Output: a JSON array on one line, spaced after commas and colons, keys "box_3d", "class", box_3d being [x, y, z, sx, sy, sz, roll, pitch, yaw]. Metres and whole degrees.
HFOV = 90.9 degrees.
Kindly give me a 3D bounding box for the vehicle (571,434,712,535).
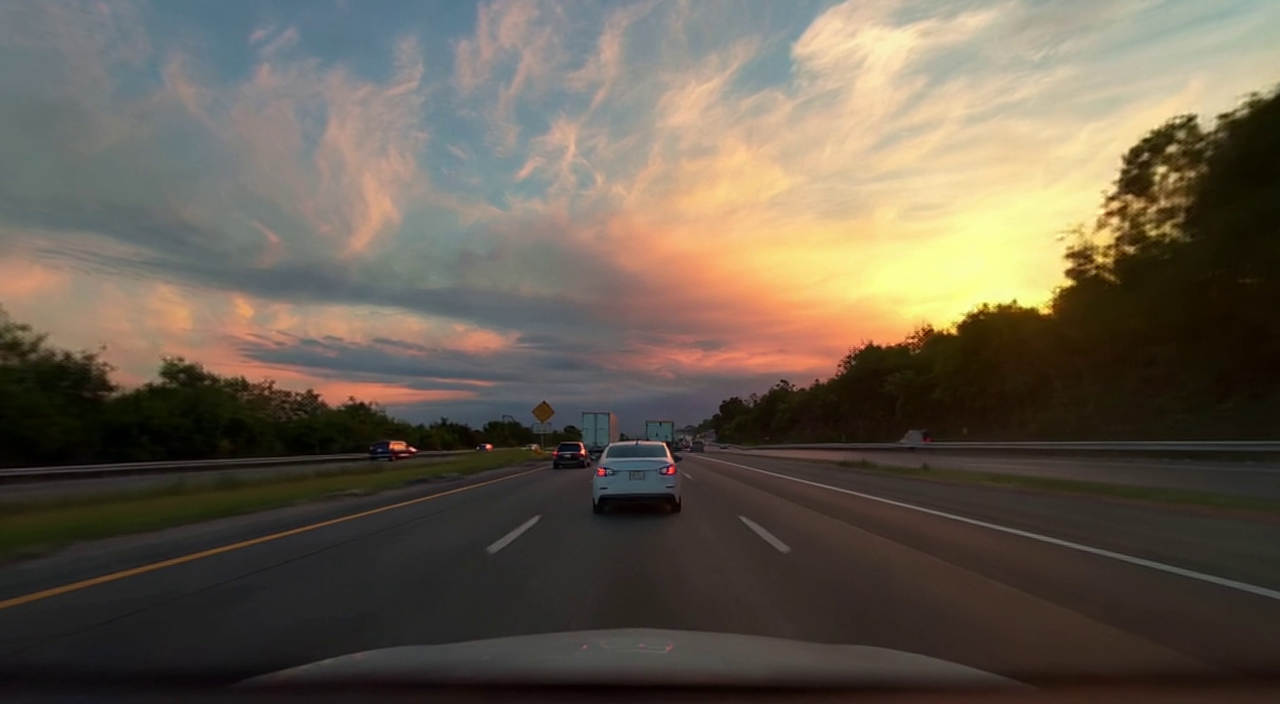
[{"box_3d": [-0.004, 2.257, 11.276, 2.057, 1.449, 3.931, 0, -9, -1], "class": "vehicle"}]
